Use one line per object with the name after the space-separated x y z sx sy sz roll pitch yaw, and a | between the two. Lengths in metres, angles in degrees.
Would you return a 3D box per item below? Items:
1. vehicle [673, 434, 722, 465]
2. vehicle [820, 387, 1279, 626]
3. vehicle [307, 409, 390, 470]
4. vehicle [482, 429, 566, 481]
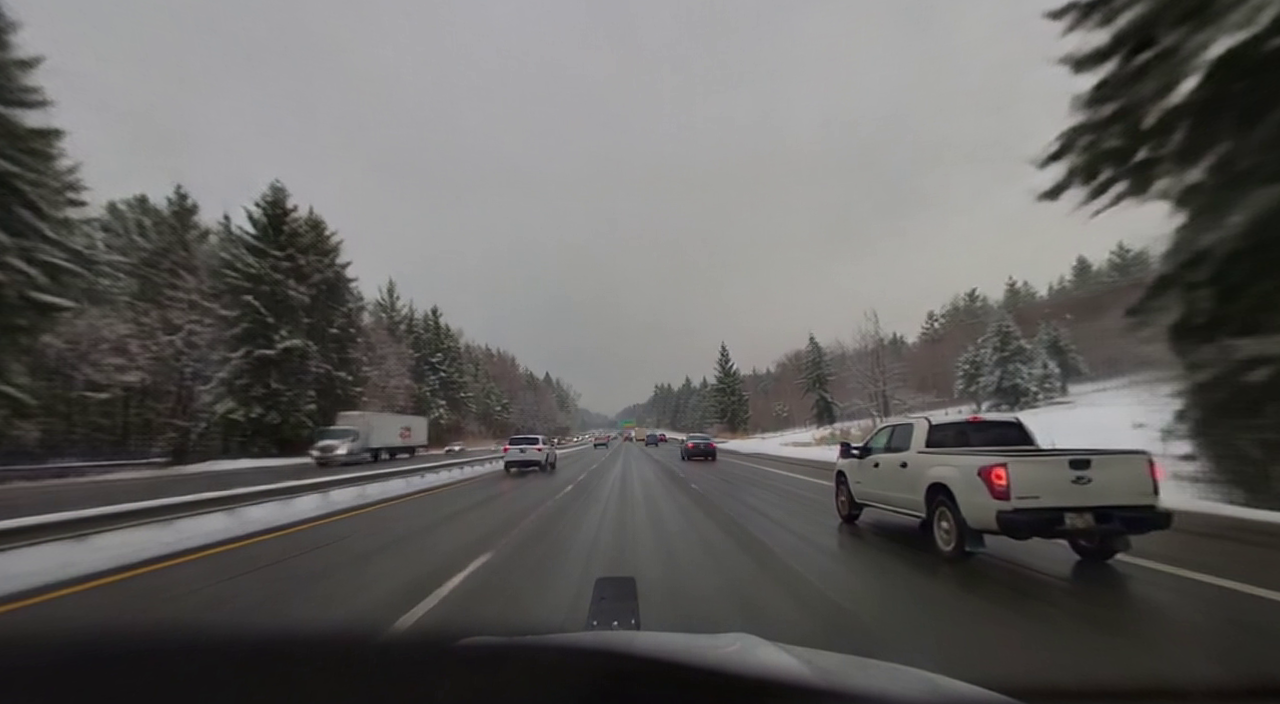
2.836 4.894 31.912 1.990 1.480 3.865 0 -8 -2 | vehicle
3.672 1.379 6.790 1.949 1.639 4.748 0 -8 -1 | vehicle
-19.989 6.042 43.702 2.967 3.876 5.923 0 -8 -2 | vehicle
-3.878 3.532 22.027 2.011 1.614 4.808 0 -8 0 | vehicle
